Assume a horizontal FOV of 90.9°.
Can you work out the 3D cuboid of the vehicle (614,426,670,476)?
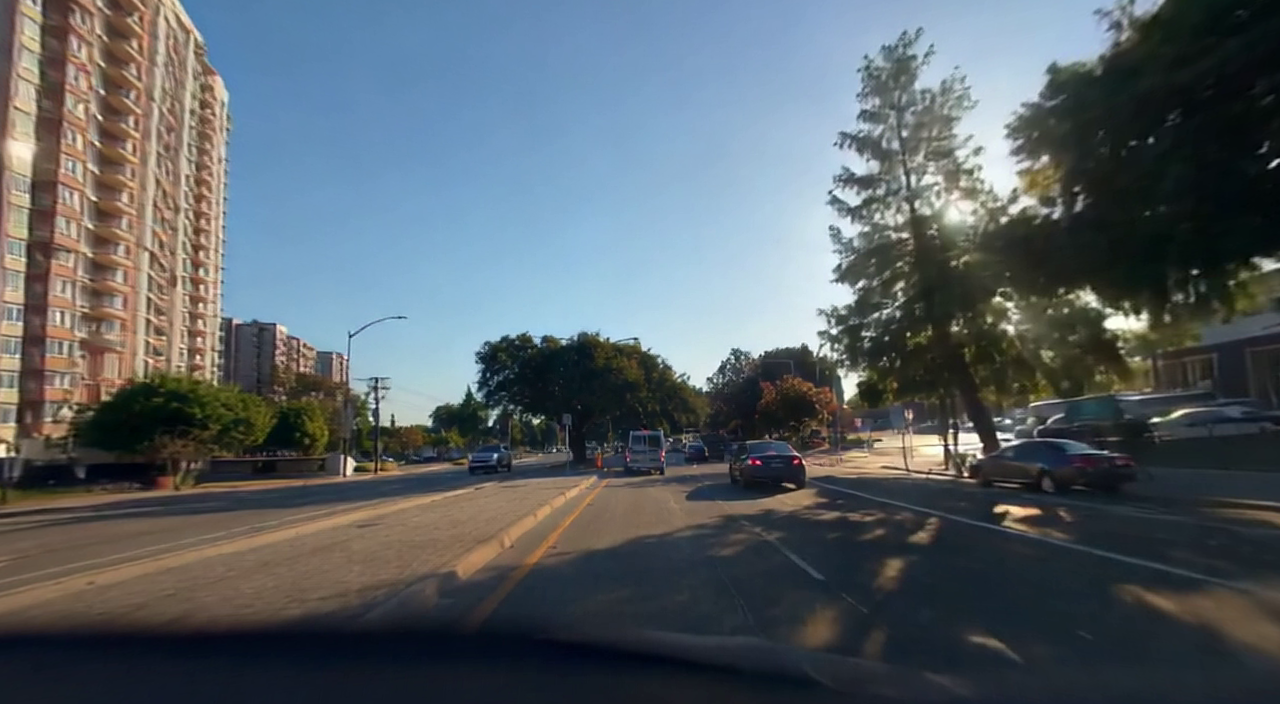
[{"bbox_3d":[-0.011,4.618,29.561,2.396,2.143,4.824,0,-8,-2],"label":"vehicle"}]

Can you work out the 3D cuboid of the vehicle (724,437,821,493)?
[{"bbox_3d":[3.896,3.412,19.402,2.075,1.486,4.316,0,-8,0],"label":"vehicle"}]

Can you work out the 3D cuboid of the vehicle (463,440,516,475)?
[{"bbox_3d":[-8.538,6.017,36.154,1.873,1.894,4.186,-1,-8,2],"label":"vehicle"}]
